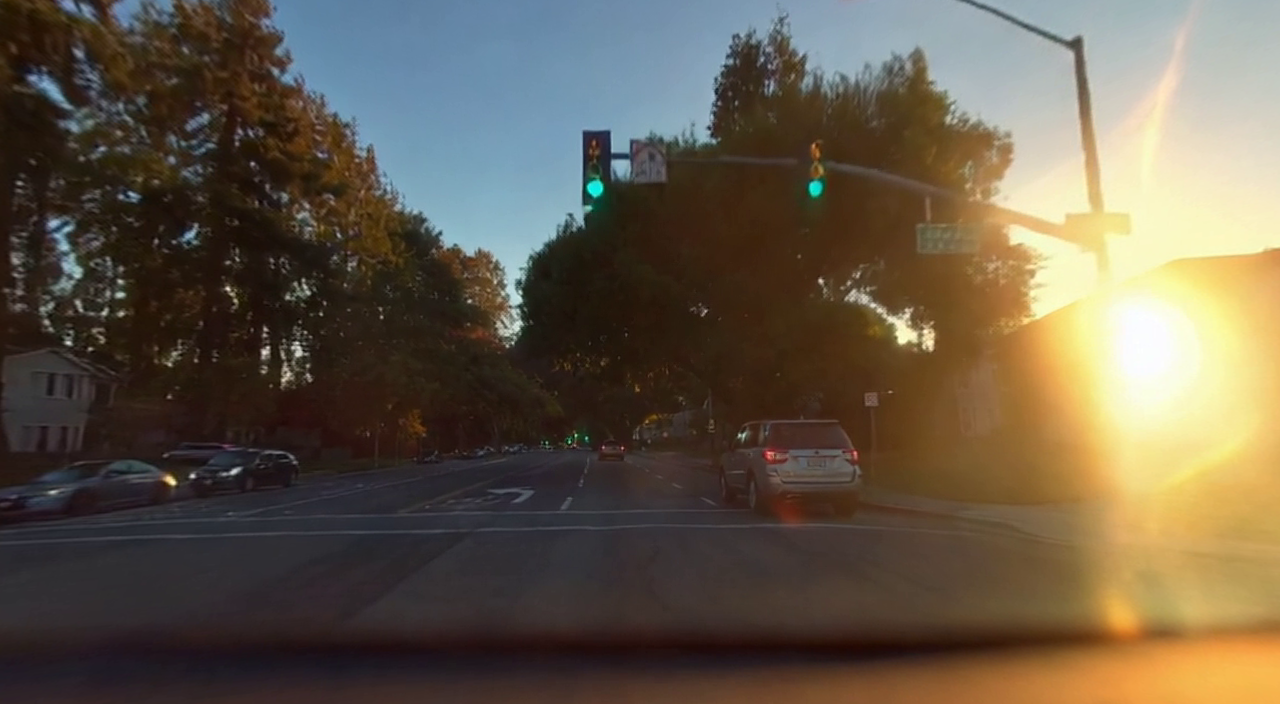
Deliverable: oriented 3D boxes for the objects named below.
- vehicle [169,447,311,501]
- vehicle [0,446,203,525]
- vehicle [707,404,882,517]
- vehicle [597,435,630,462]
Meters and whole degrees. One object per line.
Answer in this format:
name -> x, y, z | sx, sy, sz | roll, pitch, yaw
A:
vehicle -> -13.050, 3.960, 20.979 | 1.965, 1.416, 4.613 | -3, -8, -3
vehicle -> -13.141, 3.091, 15.109 | 1.955, 1.509, 4.640 | -3, -8, 1
vehicle -> 3.146, 2.373, 14.457 | 2.338, 2.063, 5.592 | 1, -8, -3
vehicle -> -1.859, 6.594, 43.379 | 2.138, 1.729, 4.178 | 1, -8, -4
